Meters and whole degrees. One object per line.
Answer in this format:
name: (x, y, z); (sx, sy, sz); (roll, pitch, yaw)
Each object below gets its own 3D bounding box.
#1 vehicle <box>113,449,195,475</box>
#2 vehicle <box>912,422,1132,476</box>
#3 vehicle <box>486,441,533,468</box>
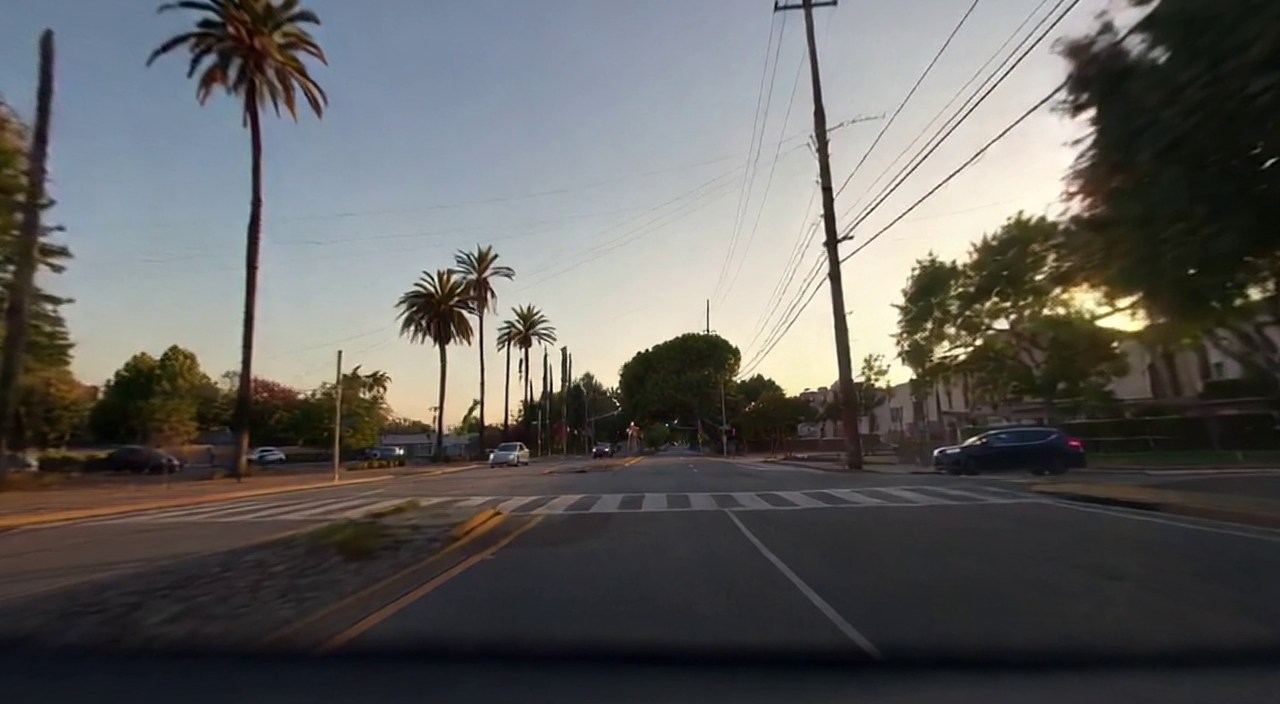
vehicle: (-37.797, 8.516, 49.259); (4.646, 1.880, 1.886); (3, -8, -22)
vehicle: (12.992, 3.375, 21.903); (5.981, 1.680, 2.327); (-1, -9, 4)
vehicle: (-8.743, 6.884, 42.689); (1.976, 1.706, 4.409); (-1, -8, 4)
